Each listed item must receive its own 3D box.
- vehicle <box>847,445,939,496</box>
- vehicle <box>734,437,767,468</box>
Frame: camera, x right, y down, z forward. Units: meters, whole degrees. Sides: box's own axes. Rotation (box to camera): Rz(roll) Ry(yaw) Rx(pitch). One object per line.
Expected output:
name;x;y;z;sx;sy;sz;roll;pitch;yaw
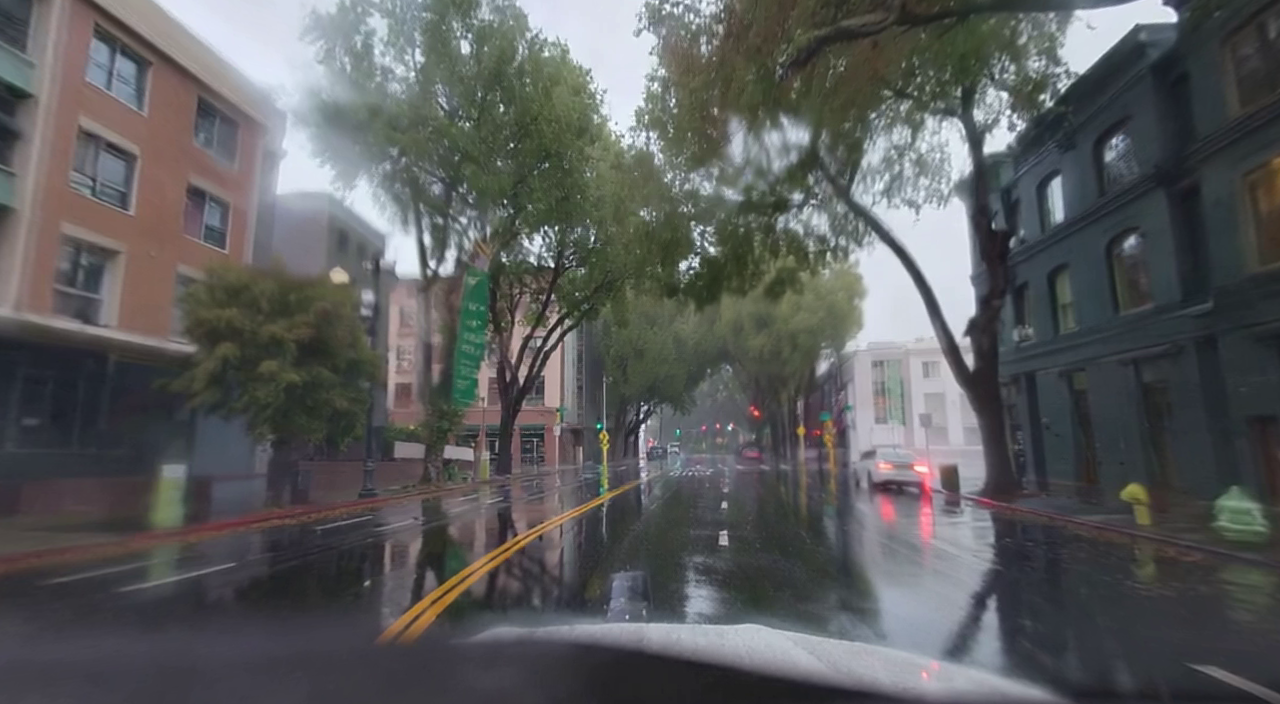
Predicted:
vehicle;8.248;3.836;20.942;1.759;1.488;4.124;-1;-8;6
vehicle;7.344;6.671;42.221;1.971;1.919;4.748;-1;-8;8
